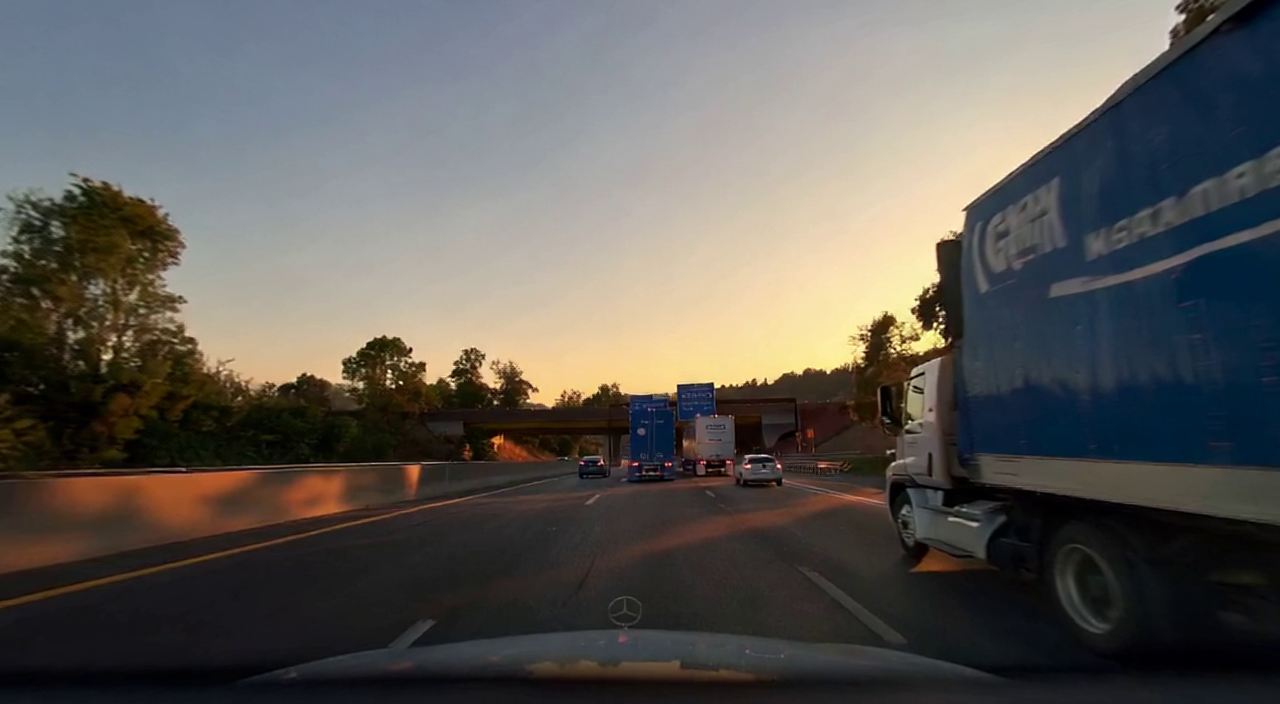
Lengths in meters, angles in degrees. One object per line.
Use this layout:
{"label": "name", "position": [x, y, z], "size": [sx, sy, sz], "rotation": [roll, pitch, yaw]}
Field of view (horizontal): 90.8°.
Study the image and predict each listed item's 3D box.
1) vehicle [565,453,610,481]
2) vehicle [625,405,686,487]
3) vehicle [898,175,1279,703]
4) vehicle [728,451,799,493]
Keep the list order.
{"label": "vehicle", "position": [-2.948, 6.569, 36.146], "size": [2.067, 1.452, 4.085], "rotation": [-1, -9, 2]}
{"label": "vehicle", "position": [0.776, 5.170, 34.673], "size": [2.864, 3.805, 9.709], "rotation": [0, -9, 1]}
{"label": "vehicle", "position": [4.224, 0.732, 4.150], "size": [2.636, 2.599, 5.956], "rotation": [-1, -9, 2]}
{"label": "vehicle", "position": [4.920, 4.853, 25.907], "size": [2.086, 1.530, 4.808], "rotation": [-1, -9, 2]}
